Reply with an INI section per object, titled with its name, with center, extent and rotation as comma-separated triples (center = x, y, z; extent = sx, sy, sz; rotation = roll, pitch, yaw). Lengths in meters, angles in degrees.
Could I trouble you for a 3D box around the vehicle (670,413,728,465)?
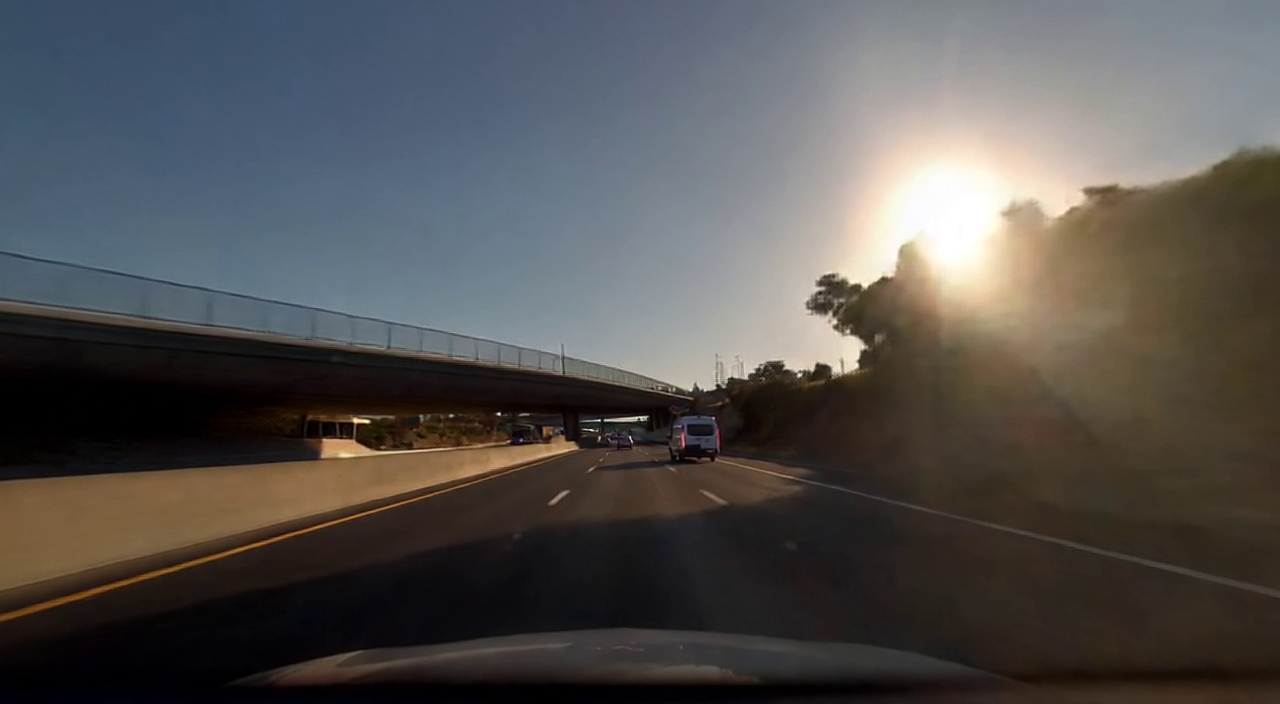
[vehicle]
center = 3.215, 4.994, 36.182
extent = 2.431, 2.667, 6.921
rotation = 0, -8, -2
